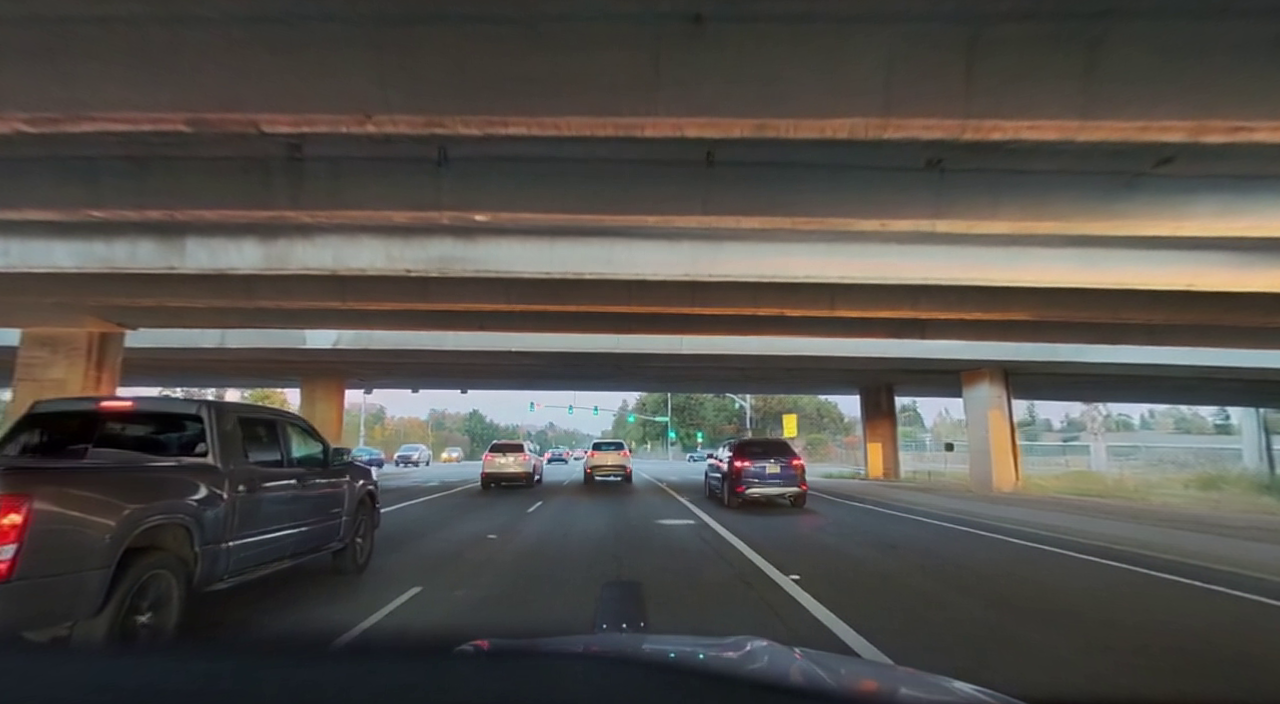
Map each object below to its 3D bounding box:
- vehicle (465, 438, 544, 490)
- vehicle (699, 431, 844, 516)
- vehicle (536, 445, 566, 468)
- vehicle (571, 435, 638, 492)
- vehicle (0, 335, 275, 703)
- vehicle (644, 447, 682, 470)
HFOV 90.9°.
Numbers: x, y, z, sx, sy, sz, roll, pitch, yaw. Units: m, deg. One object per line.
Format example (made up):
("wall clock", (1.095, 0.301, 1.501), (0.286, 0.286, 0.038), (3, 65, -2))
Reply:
("vehicle", (-4.824, 4.028, 23.043), (2.127, 1.720, 4.064), (0, -8, -2))
("vehicle", (2.964, 2.906, 15.705), (2.234, 1.720, 5.378), (0, -8, -3))
("vehicle", (-6.462, 7.603, 46.079), (1.829, 1.614, 3.611), (1, -8, -4))
("vehicle", (-1.176, 3.807, 21.839), (2.097, 1.748, 3.794), (0, -8, -2))
("vehicle", (-3.938, 0.807, 2.629), (2.074, 1.814, 4.596), (0, -8, 0))
("vehicle", (1.501, 7.094, 42.256), (2.026, 1.457, 3.969), (1, -9, -6))
